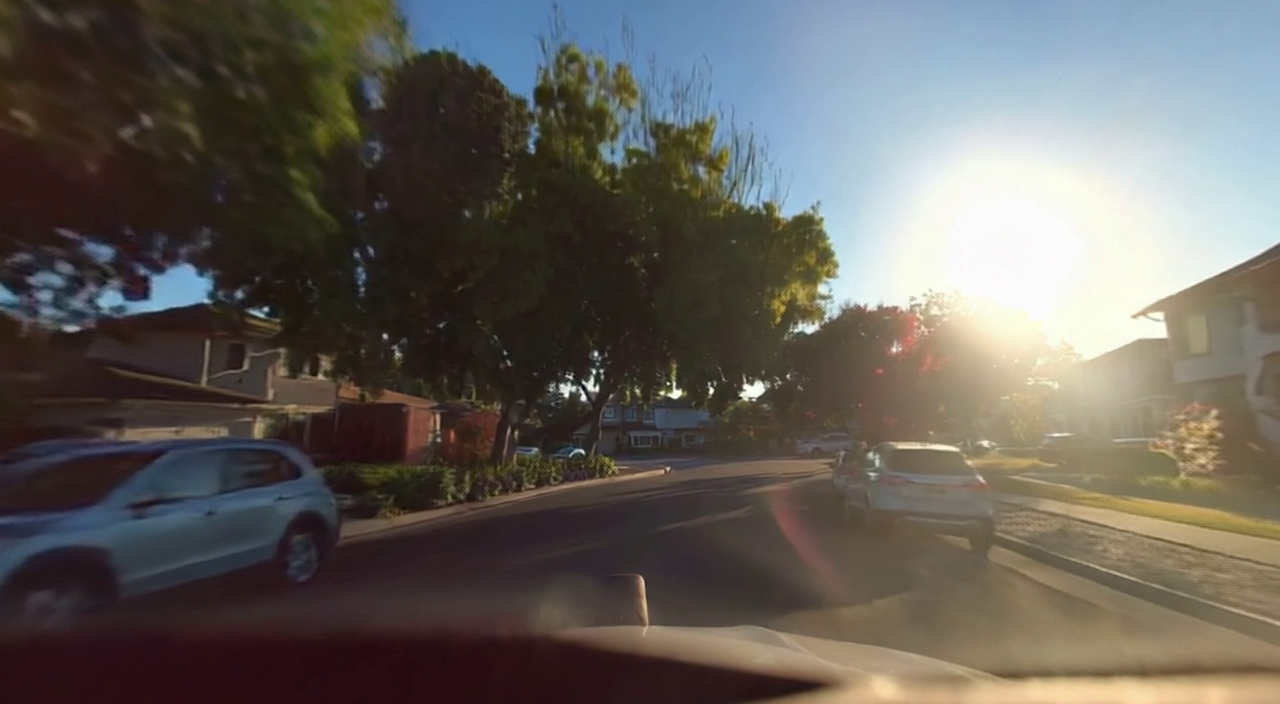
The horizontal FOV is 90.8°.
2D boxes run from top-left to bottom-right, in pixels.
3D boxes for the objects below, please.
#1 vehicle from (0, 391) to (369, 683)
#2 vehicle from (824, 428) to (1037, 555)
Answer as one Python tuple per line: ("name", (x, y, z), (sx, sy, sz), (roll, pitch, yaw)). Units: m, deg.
("vehicle", (-4.731, 1.433, 5.930), (2.041, 1.762, 4.508), (-3, -8, 6))
("vehicle", (4.568, 2.230, 10.876), (2.075, 1.657, 4.648), (-1, -9, 9))
